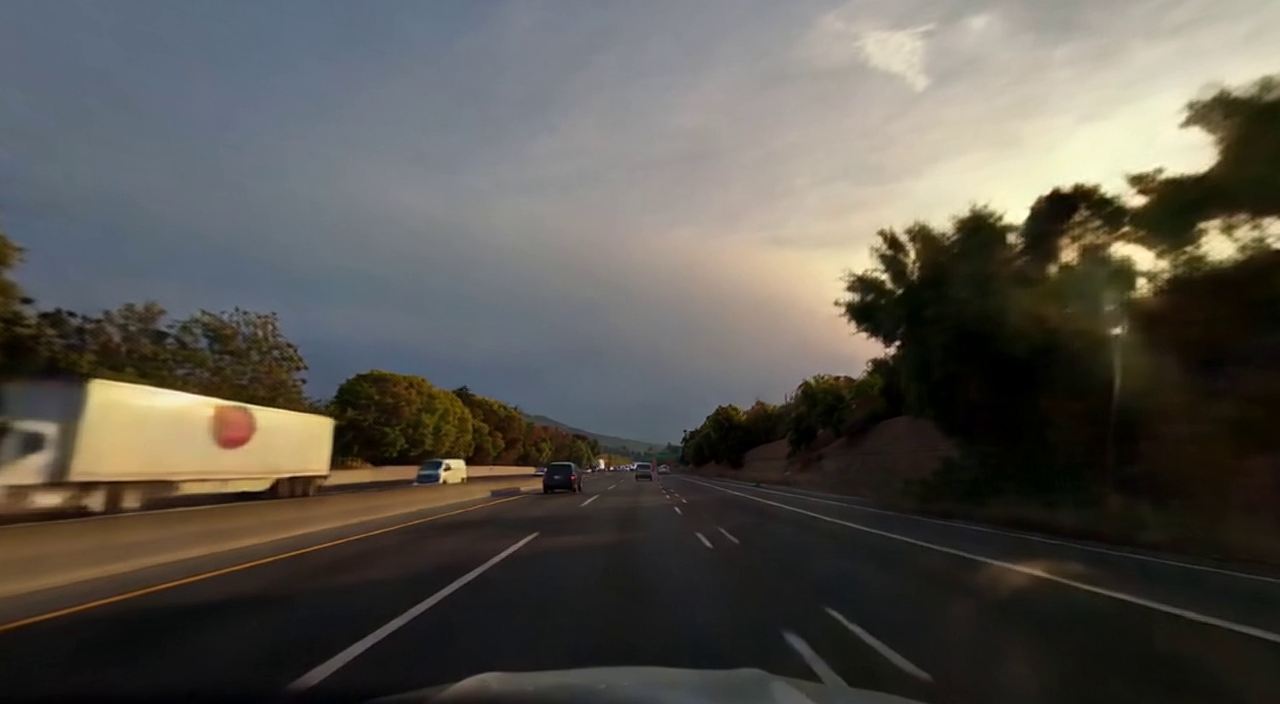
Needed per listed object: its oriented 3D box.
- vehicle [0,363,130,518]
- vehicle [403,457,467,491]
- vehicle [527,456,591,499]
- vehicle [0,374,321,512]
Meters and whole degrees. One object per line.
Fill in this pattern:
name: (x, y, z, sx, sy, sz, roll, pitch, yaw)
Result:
vehicle: (-17.494, 2.524, 17.975, 3.185, 4.070, 2.550, 1, -11, 0)
vehicle: (-12.646, 7.593, 39.264, 2.301, 1.905, 4.663, 1, -11, 1)
vehicle: (-3.662, 5.835, 29.498, 2.233, 1.791, 4.981, 1, -11, 1)
vehicle: (-17.434, 3.745, 24.446, 2.766, 3.819, 13.714, 0, -10, 1)
